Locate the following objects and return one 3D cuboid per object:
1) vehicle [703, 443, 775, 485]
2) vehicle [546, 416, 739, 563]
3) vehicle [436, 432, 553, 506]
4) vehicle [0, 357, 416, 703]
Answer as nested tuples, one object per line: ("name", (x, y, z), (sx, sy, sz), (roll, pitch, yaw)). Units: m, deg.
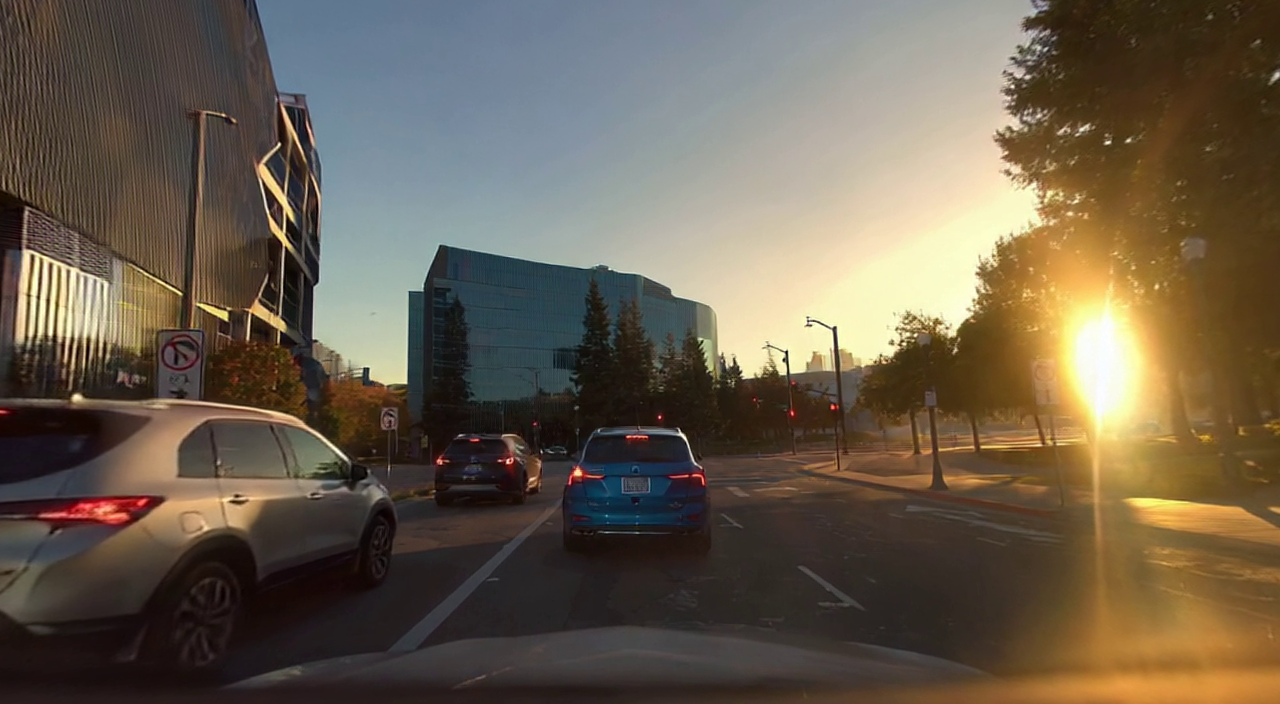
("vehicle", (3.706, 4.259, 24.446), (2.082, 1.445, 4.426), (0, -8, 0))
("vehicle", (0.005, 1.881, 9.388), (2.207, 1.659, 4.155), (0, -8, -1))
("vehicle", (-3.624, 2.988, 16.584), (2.068, 1.678, 4.199), (0, -8, 0))
("vehicle", (-3.569, 1.181, 4.745), (2.083, 1.691, 4.398), (0, -8, 1))
